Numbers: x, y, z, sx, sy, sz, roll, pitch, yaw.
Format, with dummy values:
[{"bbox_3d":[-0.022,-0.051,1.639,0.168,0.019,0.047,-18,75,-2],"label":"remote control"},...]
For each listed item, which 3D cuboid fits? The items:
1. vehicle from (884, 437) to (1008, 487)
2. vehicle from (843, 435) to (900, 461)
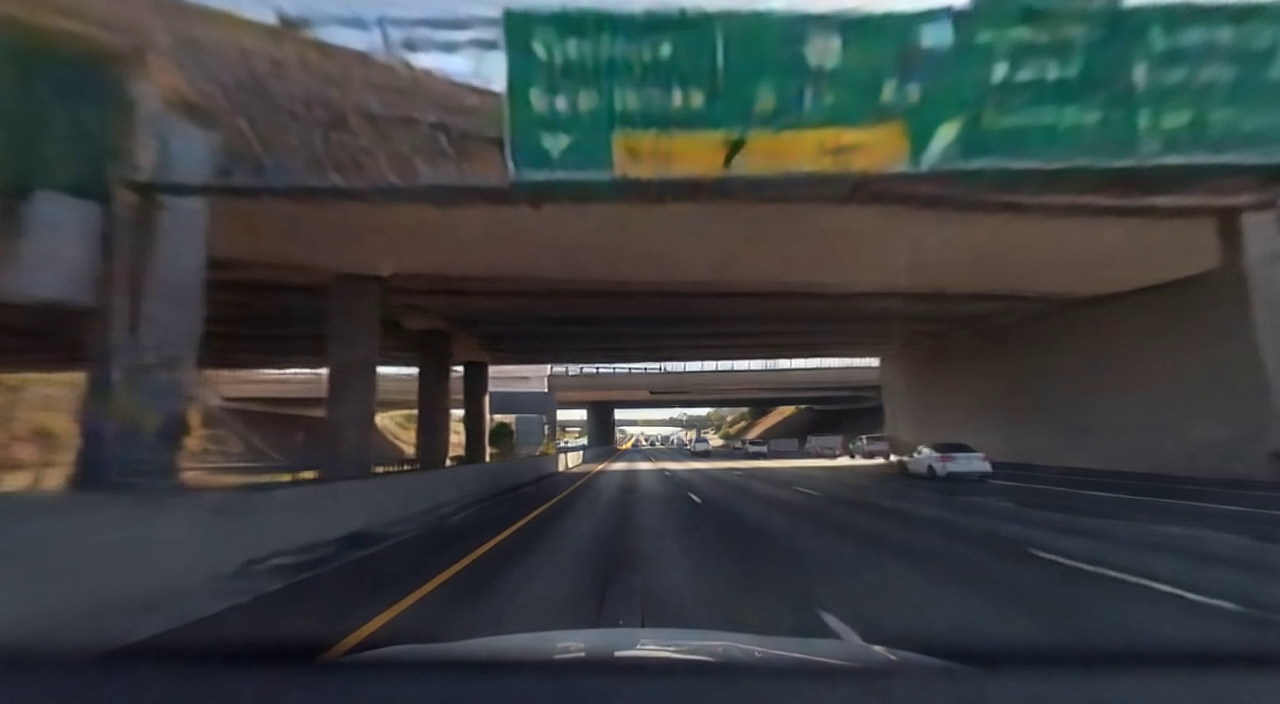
[{"bbox_3d":[9.527,3.451,20.089,1.836,1.418,4.132,0,-9,-1],"label":"vehicle"},{"bbox_3d":[16.441,6.880,45.218,2.034,1.698,5.065,0,-9,-2],"label":"vehicle"}]
